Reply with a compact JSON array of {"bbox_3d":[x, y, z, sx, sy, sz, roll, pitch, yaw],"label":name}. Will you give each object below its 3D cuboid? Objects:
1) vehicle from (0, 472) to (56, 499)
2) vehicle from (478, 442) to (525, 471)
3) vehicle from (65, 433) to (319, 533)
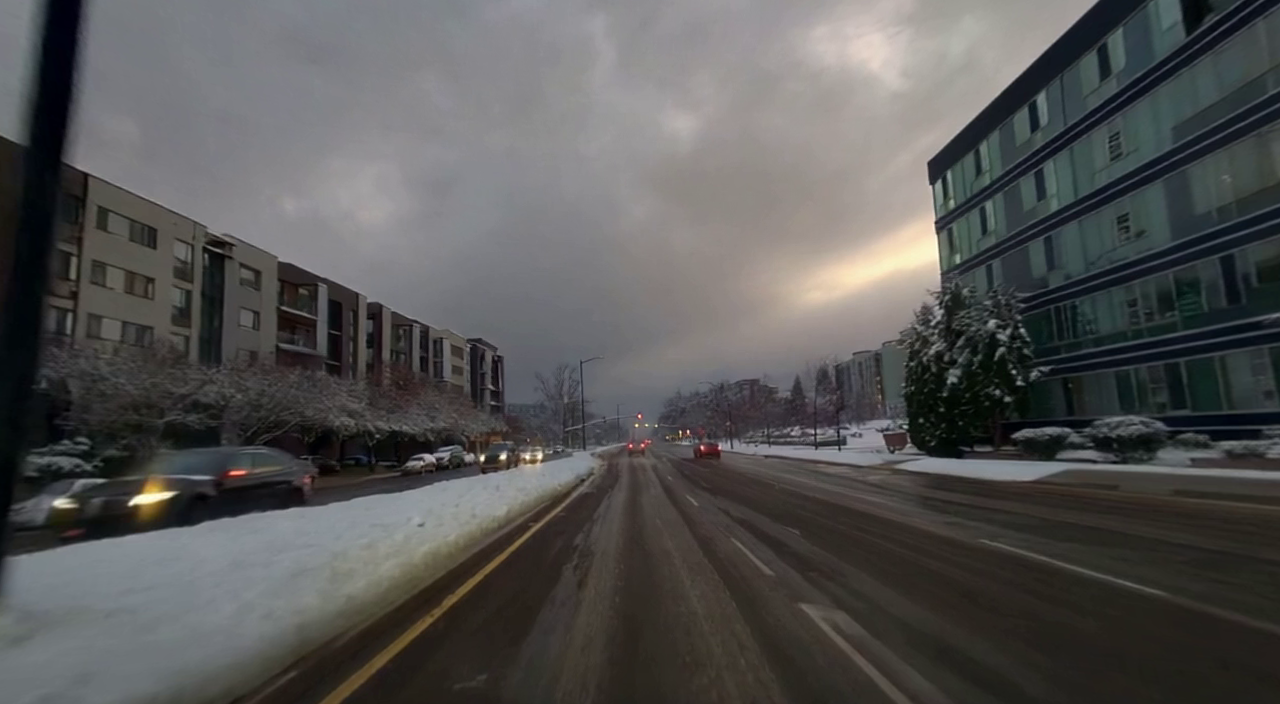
[{"bbox_3d":[-48.511,10.293,48.871,1.899,1.841,4.900,0,-8,0],"label":"vehicle"},{"bbox_3d":[-9.126,6.945,42.079,2.002,1.780,4.687,0,-9,1],"label":"vehicle"},{"bbox_3d":[-8.975,2.632,13.334,1.995,1.706,4.572,0,-9,0],"label":"vehicle"}]
